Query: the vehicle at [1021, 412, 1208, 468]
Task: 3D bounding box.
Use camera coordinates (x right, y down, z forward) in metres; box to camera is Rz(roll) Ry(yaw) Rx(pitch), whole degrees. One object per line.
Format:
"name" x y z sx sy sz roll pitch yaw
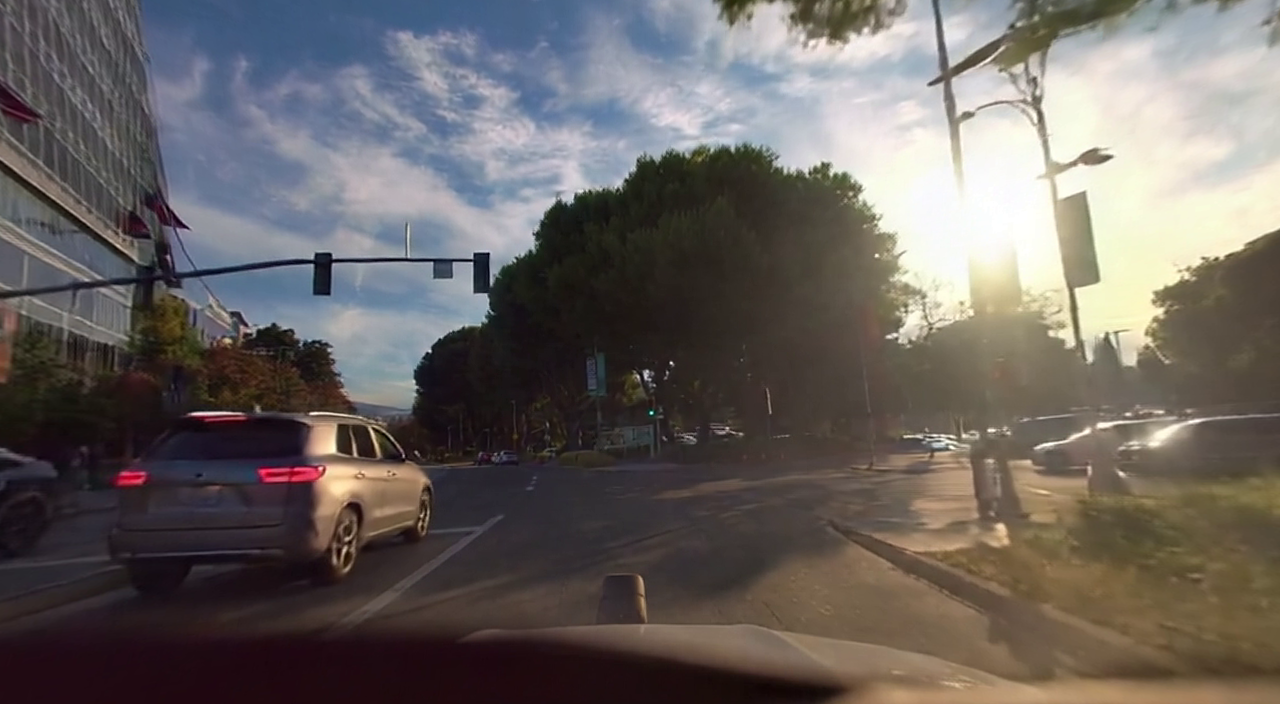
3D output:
"vehicle" 16.745 3.192 22.692 4.857 1.803 2.147 -4 -10 23

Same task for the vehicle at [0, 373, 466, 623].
"vehicle" -3.734 1.429 7.164 2.134 1.799 5.082 0 -9 -1
